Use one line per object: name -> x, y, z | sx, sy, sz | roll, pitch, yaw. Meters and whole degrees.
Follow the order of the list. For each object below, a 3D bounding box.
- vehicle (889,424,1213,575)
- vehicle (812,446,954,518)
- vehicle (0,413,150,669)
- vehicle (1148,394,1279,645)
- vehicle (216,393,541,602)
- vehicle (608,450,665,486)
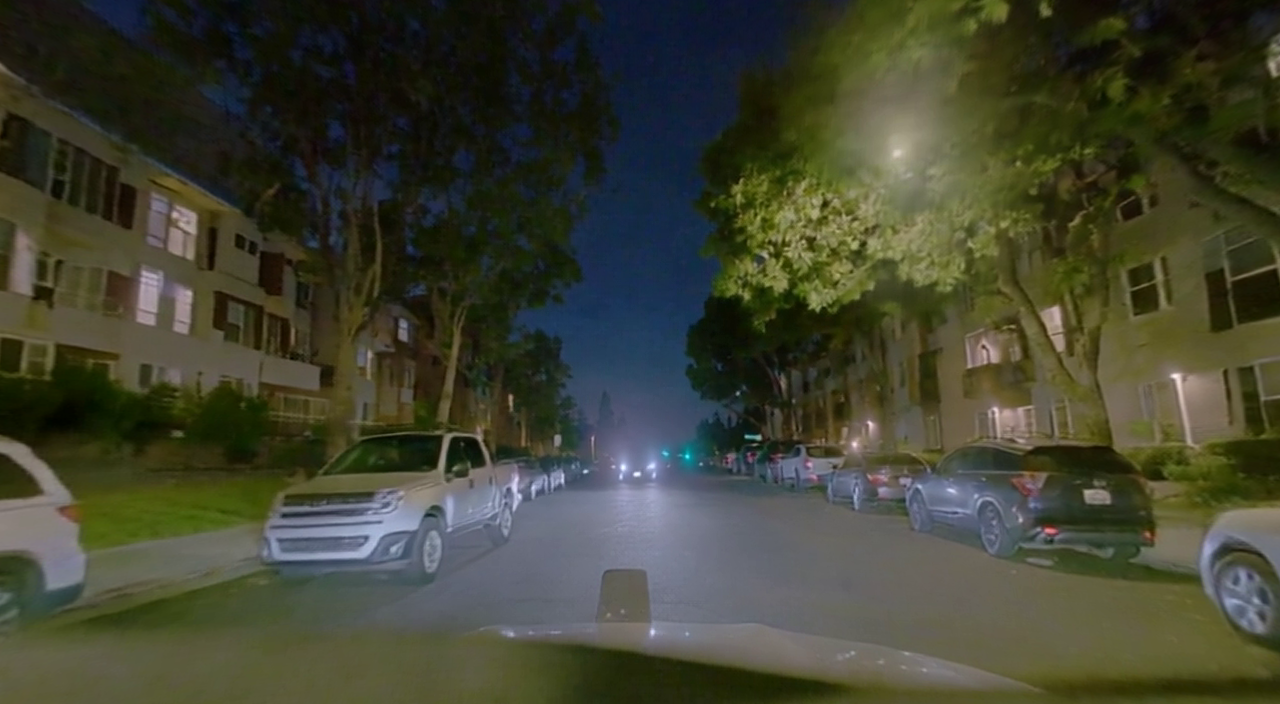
vehicle -> 5.692, 2.068, 9.669 | 1.937, 1.722, 4.575 | -1, -9, 2
vehicle -> 5.923, 3.181, 16.045 | 1.876, 1.538, 4.447 | 0, -9, 1
vehicle -> -5.504, 1.169, 3.367 | 2.002, 1.774, 4.568 | -1, -9, 1
vehicle -> 5.571, 1.008, 3.313 | 2.111, 1.771, 4.520 | -1, -9, 3
vehicle -> -2.991, 1.823, 8.810 | 2.197, 2.047, 4.985 | -1, -9, 3
vehicle -> -0.075, 5.107, 28.097 | 1.971, 1.476, 4.593 | -1, -9, 6
